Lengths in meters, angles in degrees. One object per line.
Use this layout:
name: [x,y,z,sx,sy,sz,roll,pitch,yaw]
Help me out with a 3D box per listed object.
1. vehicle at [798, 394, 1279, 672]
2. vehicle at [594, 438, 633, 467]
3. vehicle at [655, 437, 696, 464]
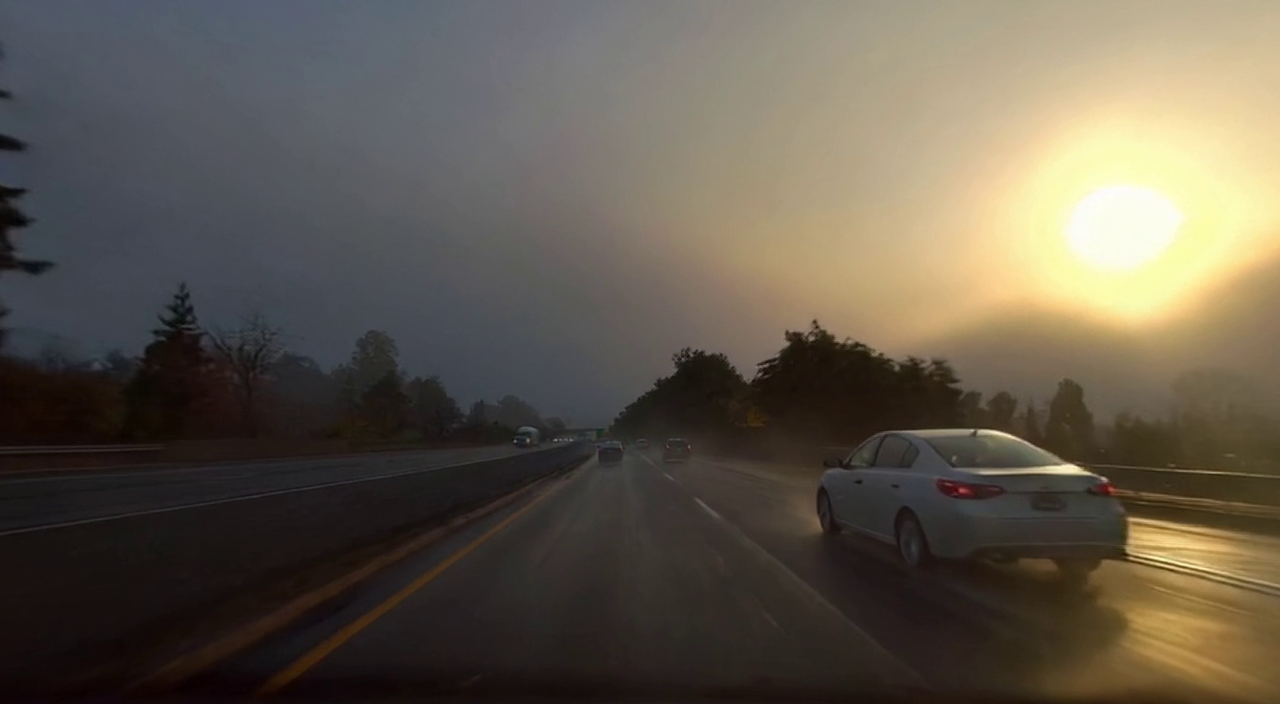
vehicle: [3.310,1.389,6.212,2.055,1.566,5.046,0,-8,-2]
vehicle: [-1.592,5.898,37.125,2.178,1.559,4.254,0,-8,-3]
vehicle: [2.132,6.057,38.909,2.146,1.546,3.796,0,-8,-2]
